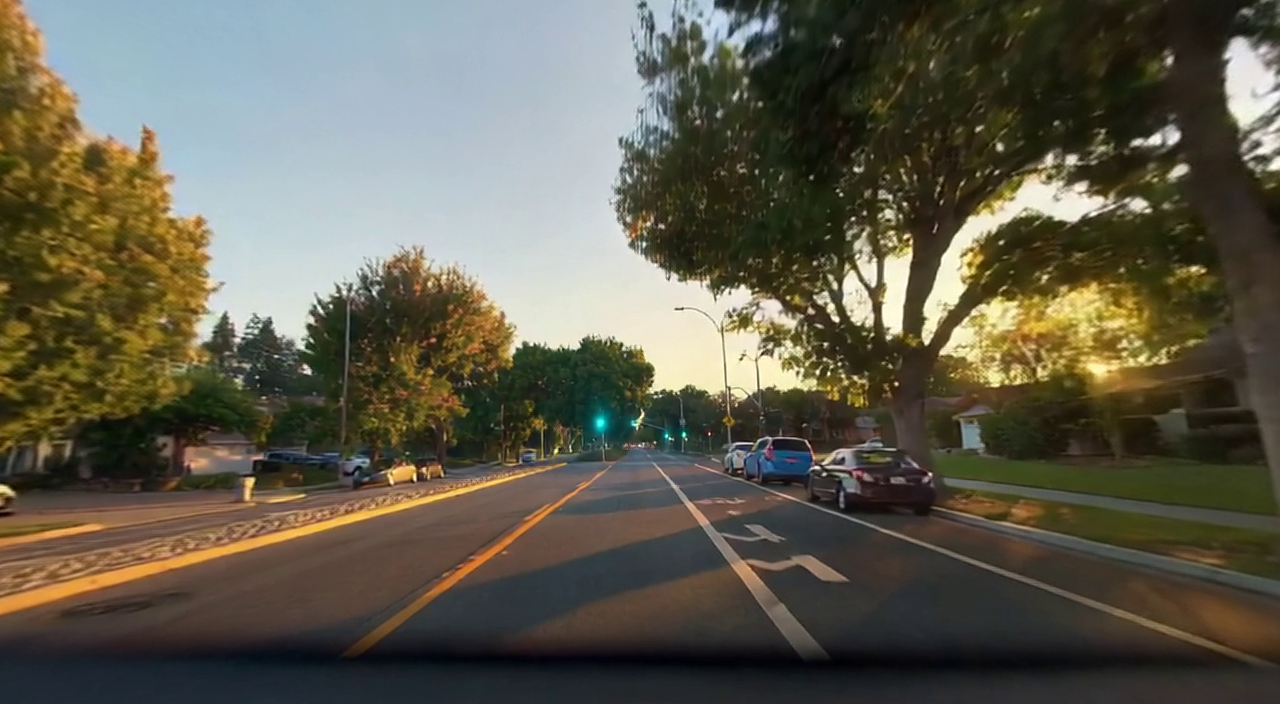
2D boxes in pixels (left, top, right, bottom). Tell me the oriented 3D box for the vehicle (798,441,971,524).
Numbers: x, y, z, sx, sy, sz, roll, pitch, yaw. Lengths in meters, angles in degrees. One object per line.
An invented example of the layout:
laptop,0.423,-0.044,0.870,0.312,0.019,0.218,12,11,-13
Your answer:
vehicle,4.890,2.637,13.438,1.928,1.431,4.570,0,-8,1

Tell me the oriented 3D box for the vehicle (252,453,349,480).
vehicle,-20.809,7.011,38.755,4.715,1.560,2.131,0,-9,-1

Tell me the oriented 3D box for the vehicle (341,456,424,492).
vehicle,-12.482,5.921,30.905,1.983,1.513,4.662,-1,-9,1

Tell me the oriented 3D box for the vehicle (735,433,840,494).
vehicle,4.796,3.691,21.424,2.218,1.789,5.146,0,-8,-1
